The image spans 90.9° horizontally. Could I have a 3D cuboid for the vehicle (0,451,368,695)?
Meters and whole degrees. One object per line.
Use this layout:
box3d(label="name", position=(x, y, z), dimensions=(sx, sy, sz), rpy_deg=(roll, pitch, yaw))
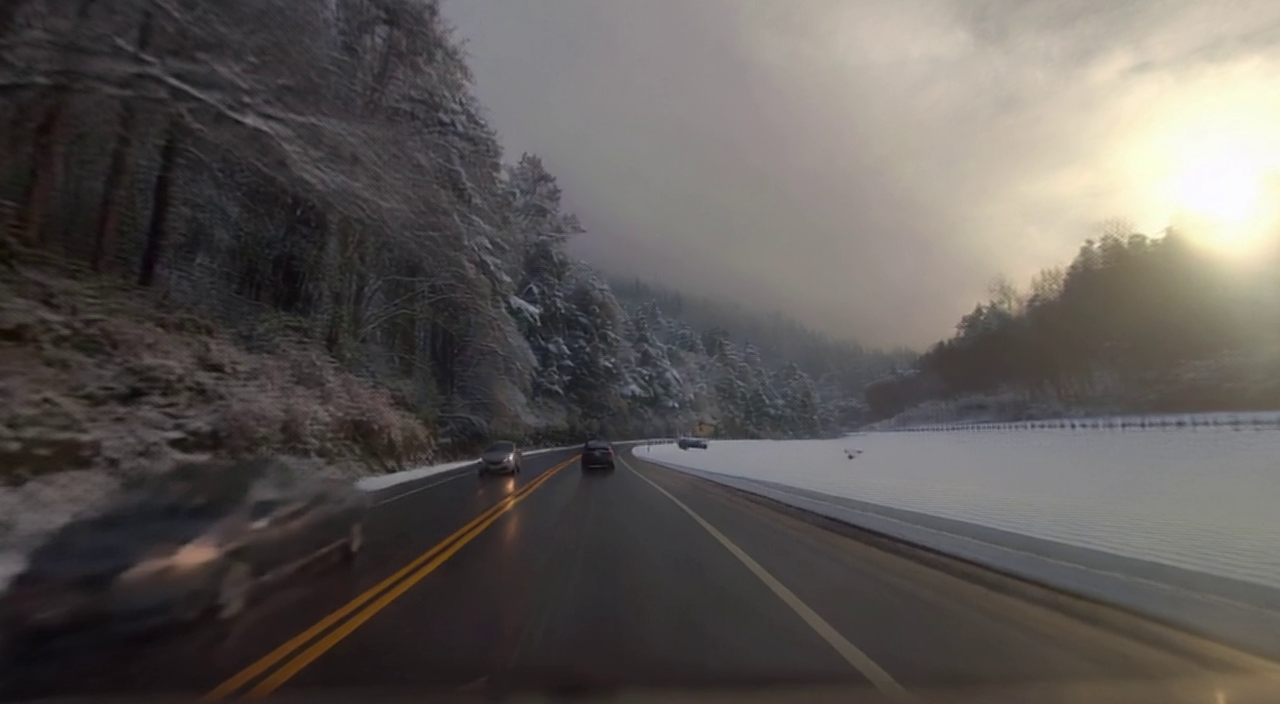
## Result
box3d(label="vehicle", position=(-4.699, 1.781, 6.294), dimensions=(2.133, 1.526, 4.308), rpy_deg=(0, -9, -2))

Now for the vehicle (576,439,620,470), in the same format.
box3d(label="vehicle", position=(-2.173, 5.308, 32.755), dimensions=(2.120, 1.491, 4.349), rpy_deg=(0, -9, -4))

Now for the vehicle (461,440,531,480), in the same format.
box3d(label="vehicle", position=(-6.152, 4.643, 27.415), dimensions=(2.200, 1.588, 4.150), rpy_deg=(0, -9, -2))
